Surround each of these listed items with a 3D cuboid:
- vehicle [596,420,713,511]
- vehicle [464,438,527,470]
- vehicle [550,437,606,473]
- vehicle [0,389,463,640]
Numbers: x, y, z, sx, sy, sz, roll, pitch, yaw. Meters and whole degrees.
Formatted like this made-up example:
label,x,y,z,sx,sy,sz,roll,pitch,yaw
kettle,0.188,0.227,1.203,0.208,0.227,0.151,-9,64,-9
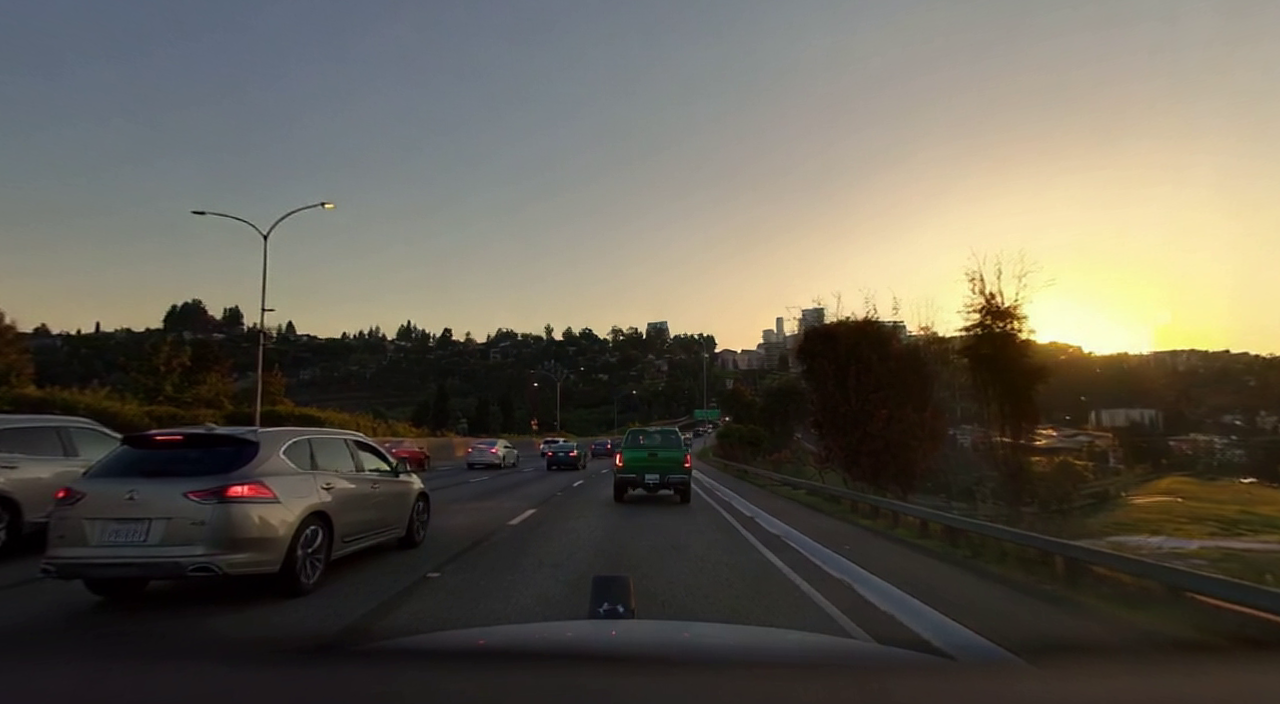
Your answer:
label,x,y,z,sx,sy,sz,roll,pitch,yaw
vehicle,0.337,2.522,14.424,2.235,1.716,4.435,0,-9,2
vehicle,-7.025,5.011,31.142,1.856,1.459,4.251,-1,-9,4
vehicle,-2.742,4.648,28.703,1.868,1.470,4.105,-1,-9,4
vehicle,-3.612,1.432,6.556,2.076,1.688,4.334,-1,-9,3
